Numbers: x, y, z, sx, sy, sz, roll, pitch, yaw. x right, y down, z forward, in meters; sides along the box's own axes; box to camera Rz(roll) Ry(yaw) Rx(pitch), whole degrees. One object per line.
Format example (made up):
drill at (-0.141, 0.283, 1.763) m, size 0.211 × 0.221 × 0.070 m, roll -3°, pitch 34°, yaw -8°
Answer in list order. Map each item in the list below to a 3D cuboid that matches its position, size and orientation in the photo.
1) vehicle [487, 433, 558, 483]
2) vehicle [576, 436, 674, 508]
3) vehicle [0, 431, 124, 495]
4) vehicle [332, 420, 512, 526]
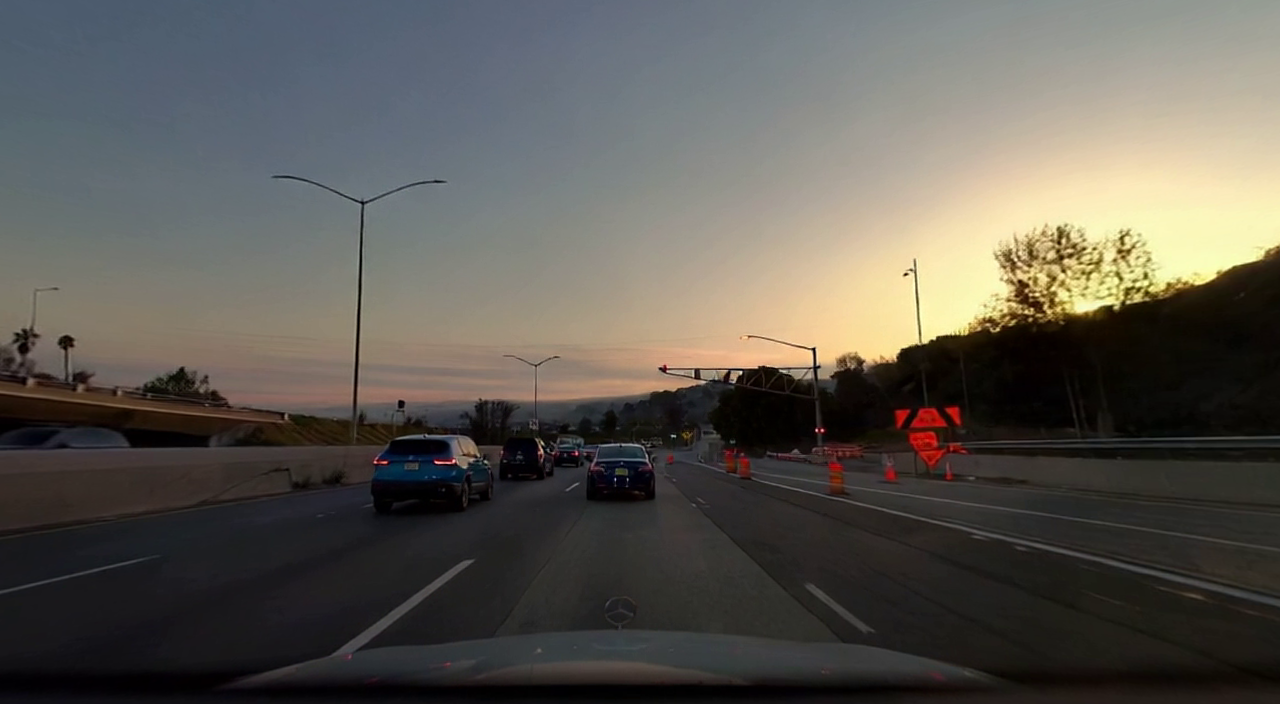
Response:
vehicle at (-4.337, 3.980, 23.980) m, size 1.982 × 1.727 × 4.057 m, roll 0°, pitch -9°, yaw -1°
vehicle at (-0.400, 2.826, 15.313) m, size 2.069 × 1.484 × 3.982 m, roll 0°, pitch -9°, yaw -2°
vehicle at (-18.263, 3.252, 18.956) m, size 1.936 × 1.710 × 4.301 m, roll 0°, pitch -8°, yaw -1°
vehicle at (-3.953, 2.273, 12.341) m, size 2.025 × 1.708 × 4.089 m, roll 0°, pitch -9°, yaw 0°
